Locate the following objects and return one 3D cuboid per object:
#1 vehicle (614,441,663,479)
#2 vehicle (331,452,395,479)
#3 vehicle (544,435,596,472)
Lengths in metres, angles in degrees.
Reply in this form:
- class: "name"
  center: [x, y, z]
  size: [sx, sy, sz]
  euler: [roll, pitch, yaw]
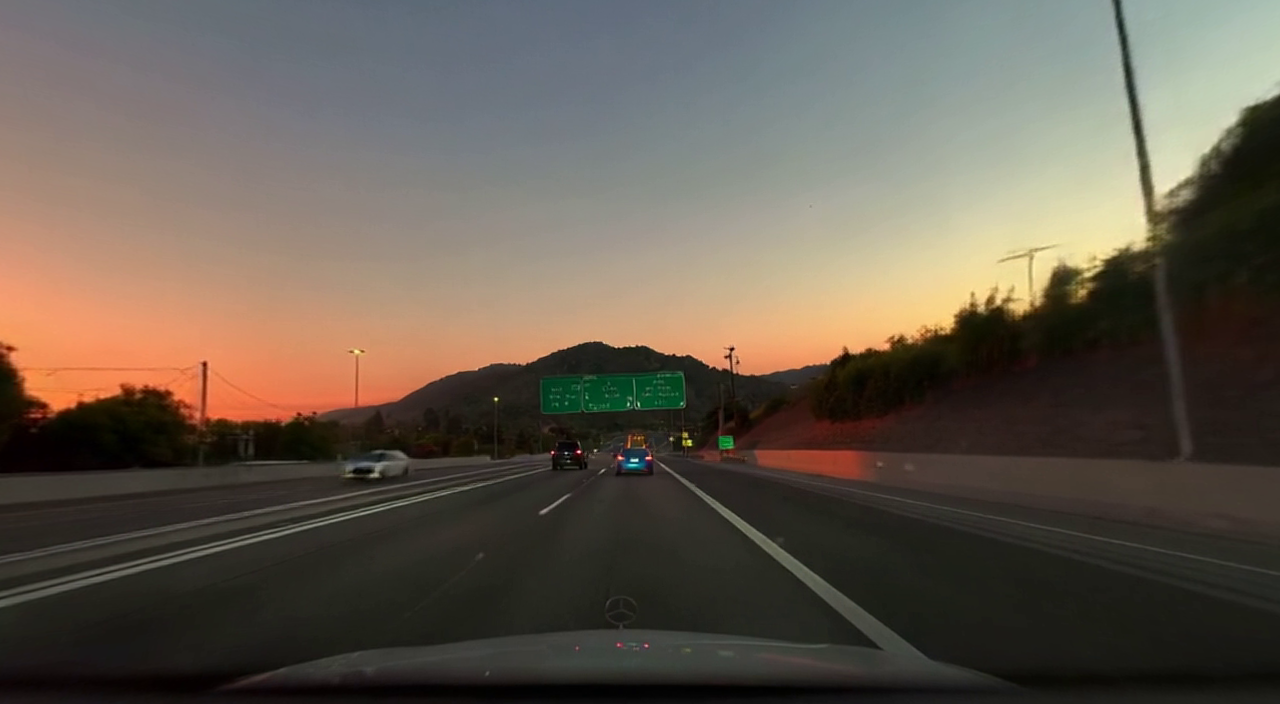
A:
- class: "vehicle"
  center: [-0.065, 4.915, 28.901]
  size: [2.086, 1.548, 4.325]
  euler: [0, -9, 0]
- class: "vehicle"
  center: [-17.443, 7.145, 39.940]
  size: [1.914, 1.595, 4.561]
  euler: [-1, -9, 1]
- class: "vehicle"
  center: [-3.775, 5.568, 34.690]
  size: [2.264, 1.901, 4.647]
  euler: [-1, -9, 1]
